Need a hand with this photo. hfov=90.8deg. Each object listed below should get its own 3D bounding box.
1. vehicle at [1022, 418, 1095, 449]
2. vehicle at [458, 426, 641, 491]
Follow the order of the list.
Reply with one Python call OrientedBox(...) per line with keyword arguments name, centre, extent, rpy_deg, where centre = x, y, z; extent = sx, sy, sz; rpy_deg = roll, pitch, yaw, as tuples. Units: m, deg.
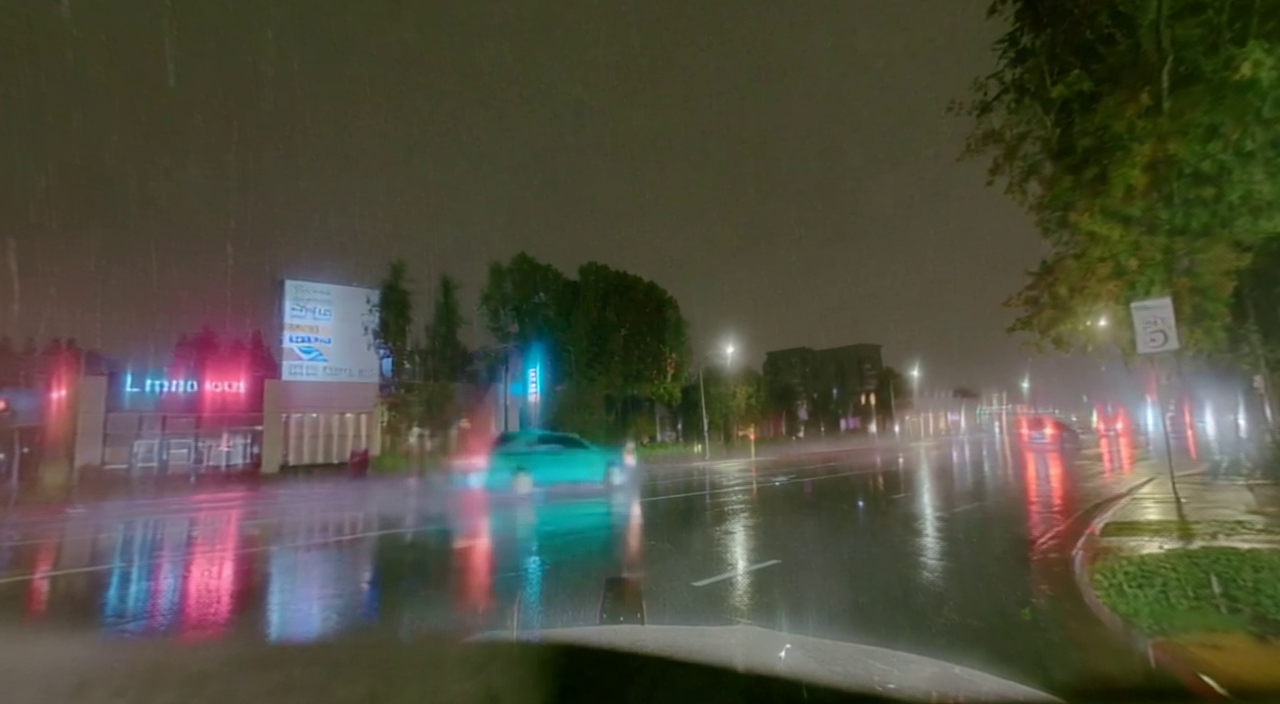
OrientedBox(name="vehicle", centre=(21.839, 4.285, 32.911), extent=(4.182, 1.536, 1.885), rpy_deg=(7, -11, -38))
OrientedBox(name="vehicle", centre=(-2.253, 2.754, 16.578), extent=(4.415, 1.464, 1.890), rpy_deg=(8, -12, -42))
